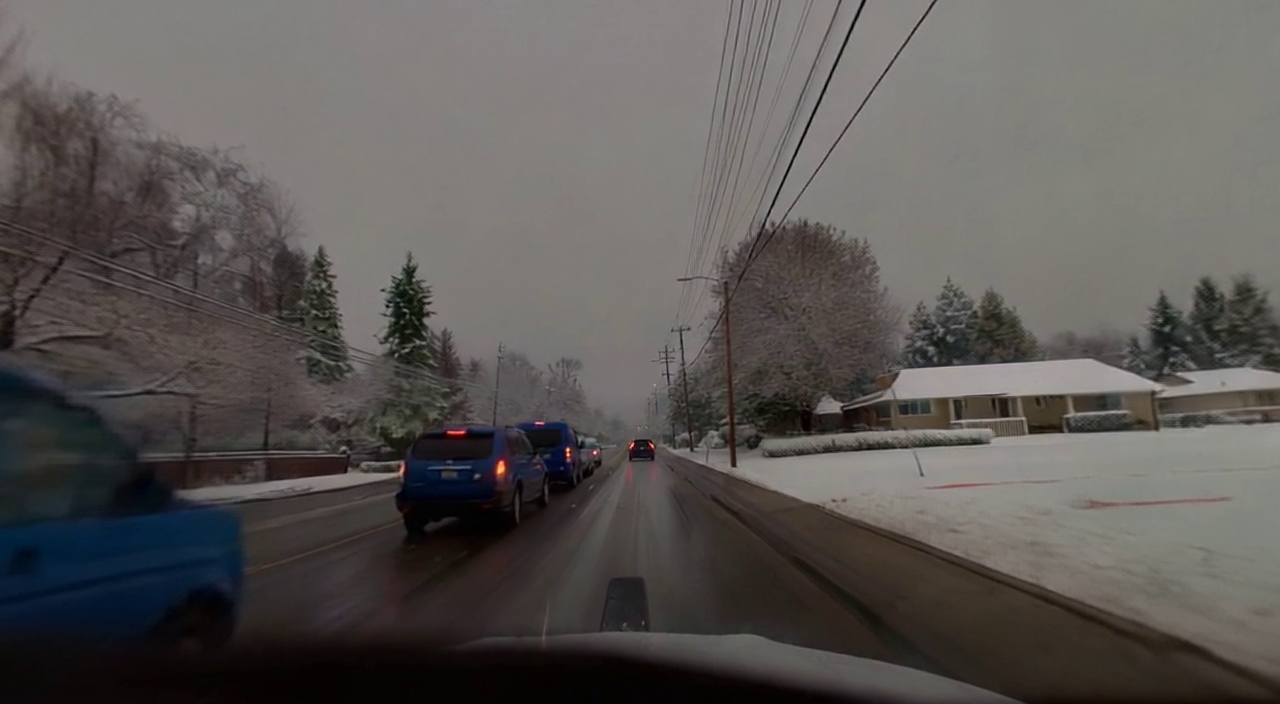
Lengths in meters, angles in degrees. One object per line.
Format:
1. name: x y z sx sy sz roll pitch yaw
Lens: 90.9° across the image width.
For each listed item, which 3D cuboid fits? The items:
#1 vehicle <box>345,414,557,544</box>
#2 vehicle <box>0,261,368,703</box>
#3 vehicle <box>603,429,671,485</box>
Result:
1. vehicle: -2.804 2.016 10.590 2.105 1.709 4.251 0 -9 2
2. vehicle: -2.646 0.638 1.317 2.157 1.765 4.303 0 -9 1
3. vehicle: -0.088 3.587 21.695 2.120 1.718 3.909 0 -9 0
